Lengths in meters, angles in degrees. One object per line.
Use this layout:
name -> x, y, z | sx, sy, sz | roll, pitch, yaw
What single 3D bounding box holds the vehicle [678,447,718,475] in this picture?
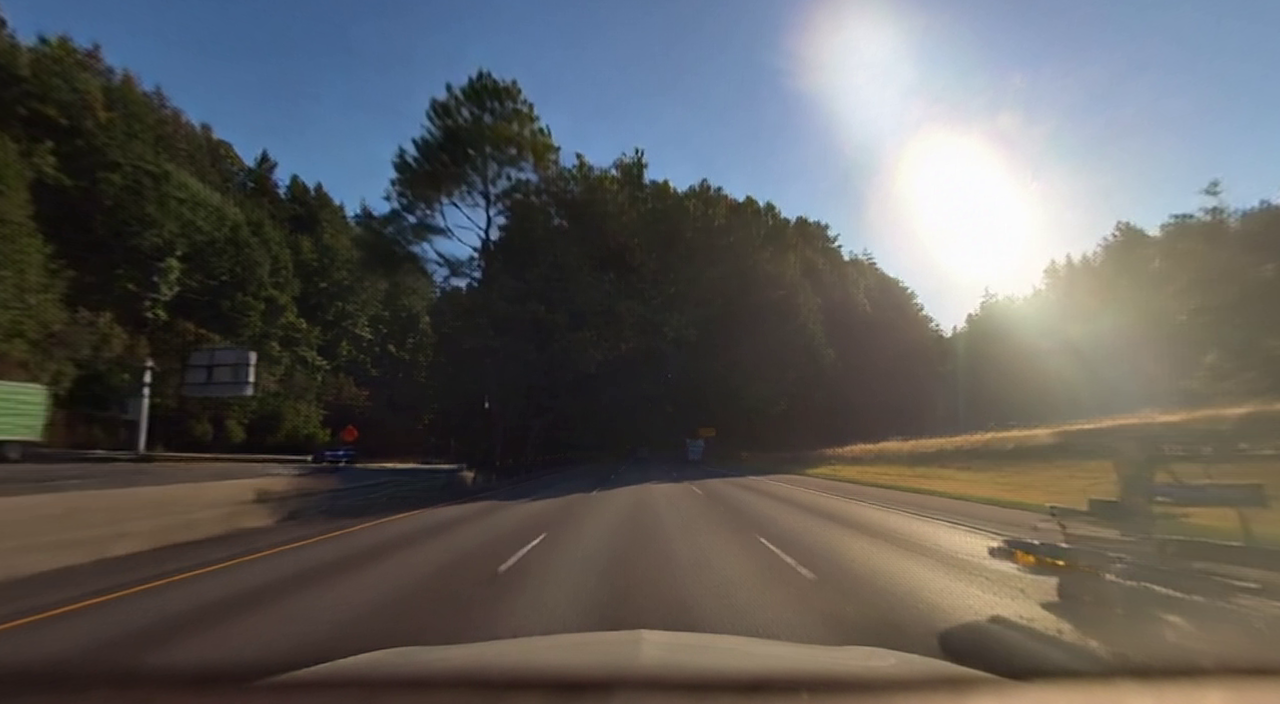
vehicle -> 3.475, 6.587, 38.429 | 2.019, 1.601, 3.953 | 0, -9, 0
